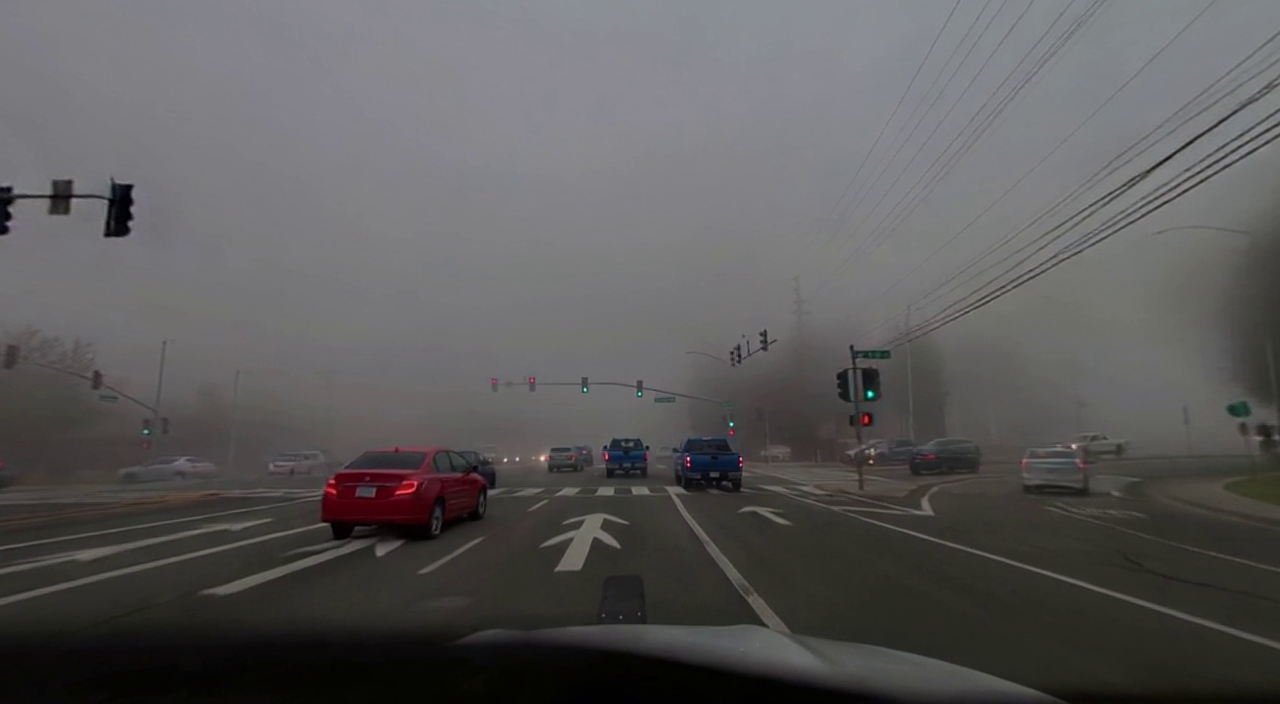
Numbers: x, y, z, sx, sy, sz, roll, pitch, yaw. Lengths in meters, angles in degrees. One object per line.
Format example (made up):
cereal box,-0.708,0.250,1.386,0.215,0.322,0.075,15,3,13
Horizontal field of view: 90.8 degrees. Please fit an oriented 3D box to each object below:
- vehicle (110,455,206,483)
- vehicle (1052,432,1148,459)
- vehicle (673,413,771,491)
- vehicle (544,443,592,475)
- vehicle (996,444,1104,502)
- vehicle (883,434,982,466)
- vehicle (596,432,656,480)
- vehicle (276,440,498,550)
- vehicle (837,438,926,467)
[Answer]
vehicle,-27.367,6.610,35.902,4.675,1.471,2.076,-3,-9,21
vehicle,30.997,6.349,42.643,4.848,1.769,2.301,1,-9,-9
vehicle,2.966,3.938,25.095,2.905,2.636,6.895,0,-9,-1
vehicle,-4.234,6.406,38.071,2.273,1.749,4.385,0,-9,1
vehicle,11.790,3.446,18.476,2.212,1.466,4.126,-5,-10,28
vehicle,17.104,5.775,37.045,4.782,1.768,2.152,2,-9,-12
vehicle,-0.560,5.072,31.077,2.643,2.145,5.585,0,-9,2
vehicle,-4.012,2.318,11.039,1.939,1.494,4.499,0,-9,1
vehicle,15.128,6.329,39.690,4.681,1.756,2.109,2,-9,-10
